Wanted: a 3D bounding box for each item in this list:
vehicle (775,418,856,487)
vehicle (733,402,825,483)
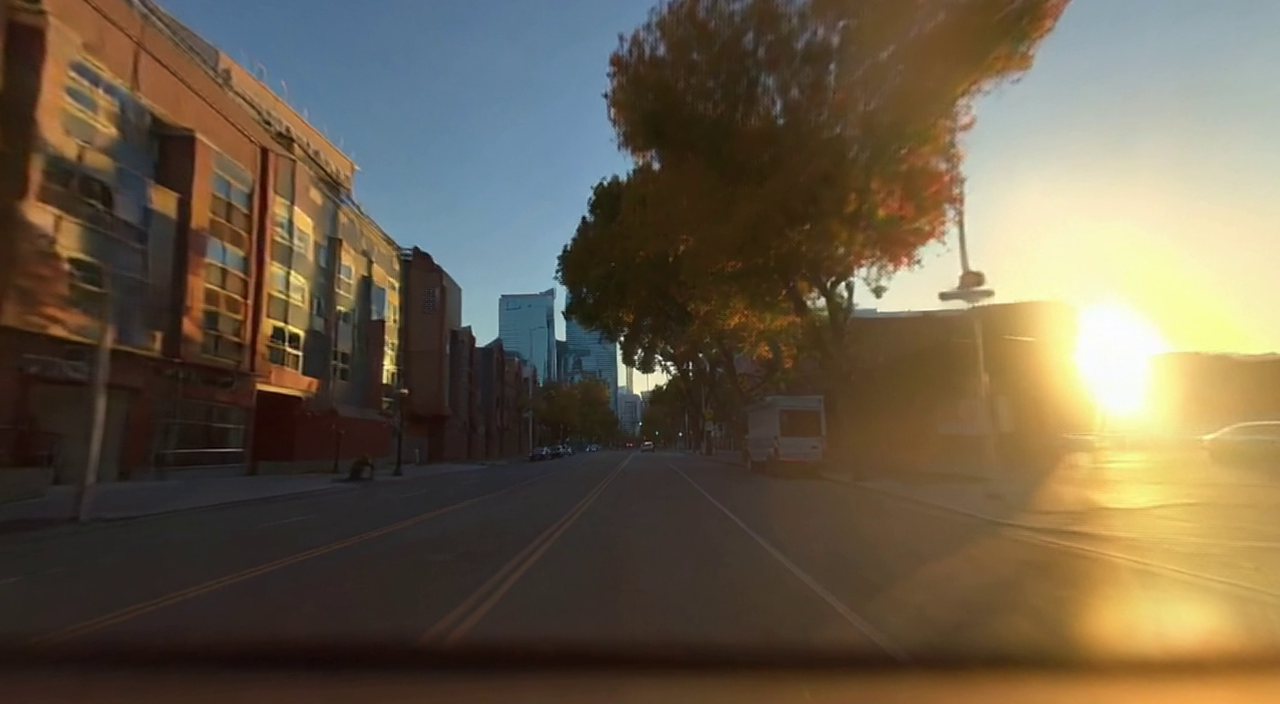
[{"bbox_3d":[6.598,3.804,24.010,2.021,2.433,3.088,0,-8,-2],"label":"vehicle"},{"bbox_3d":[6.128,4.122,28.792,2.750,3.269,6.333,0,-8,0],"label":"vehicle"}]
